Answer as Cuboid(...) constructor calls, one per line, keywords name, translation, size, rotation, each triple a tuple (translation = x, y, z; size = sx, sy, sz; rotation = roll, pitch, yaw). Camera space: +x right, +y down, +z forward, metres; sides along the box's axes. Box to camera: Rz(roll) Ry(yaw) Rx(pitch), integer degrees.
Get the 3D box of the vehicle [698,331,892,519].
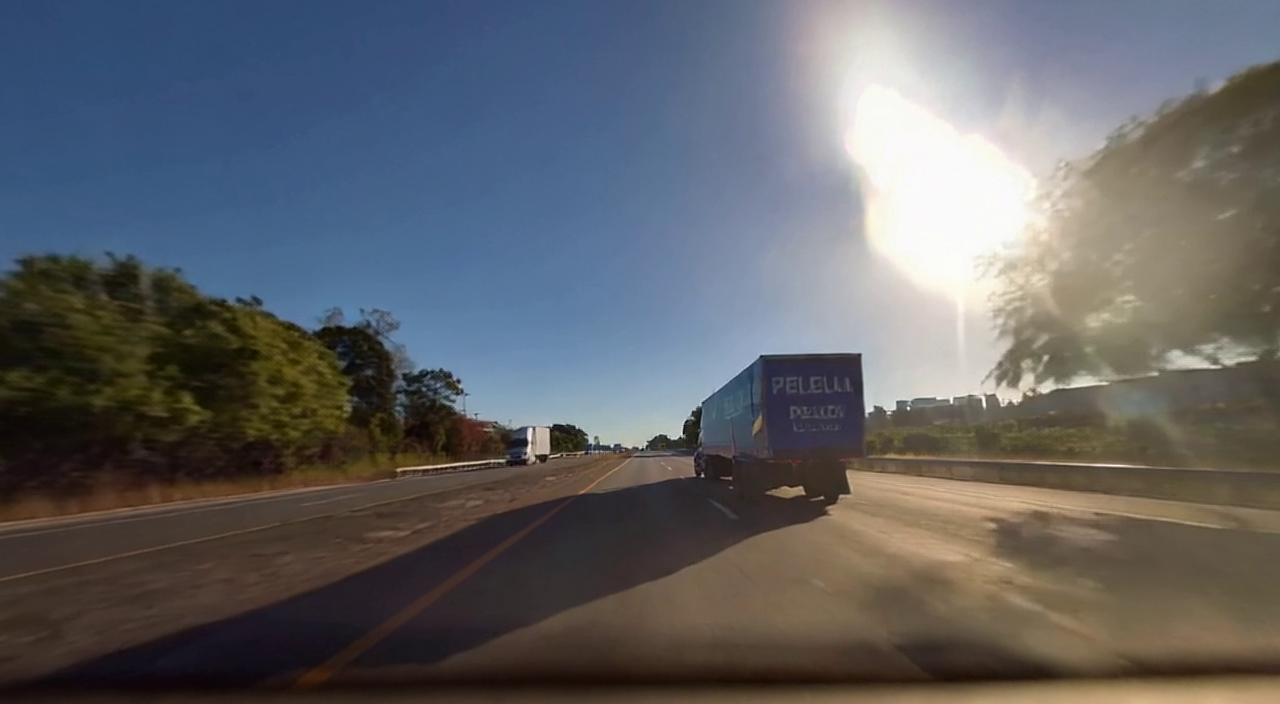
Cuboid(name="vehicle", translation=(4.062, 2.555, 20.468), size=(3.341, 4.269, 12.252), rotation=(0, -9, 1))
